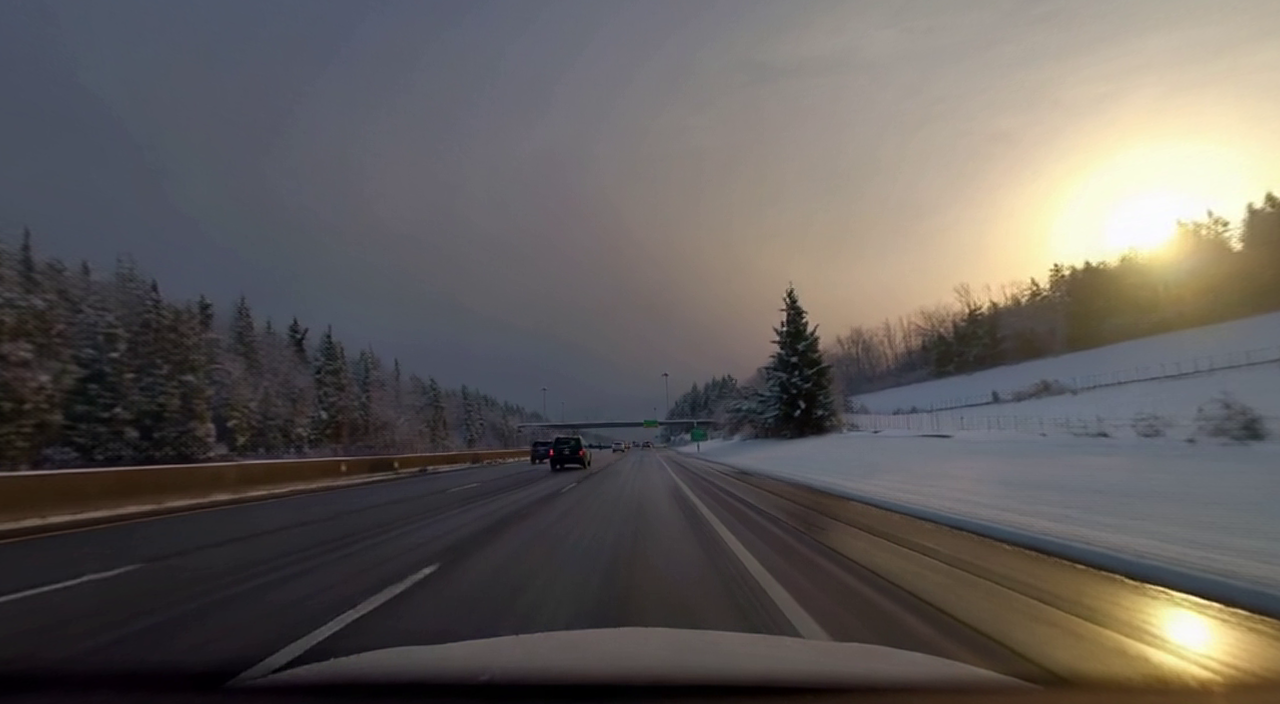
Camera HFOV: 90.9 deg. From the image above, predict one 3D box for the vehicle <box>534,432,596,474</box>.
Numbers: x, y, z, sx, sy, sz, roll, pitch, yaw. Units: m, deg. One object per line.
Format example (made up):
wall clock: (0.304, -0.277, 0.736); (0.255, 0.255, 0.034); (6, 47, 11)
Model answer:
vehicle: (-3.450, 4.794, 30.070); (2.283, 1.802, 4.810); (0, -8, 1)

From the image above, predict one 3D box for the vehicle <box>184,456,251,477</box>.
vehicle: (-32.777, 8.911, 49.085); (2.019, 1.469, 4.523); (0, -8, 1)
